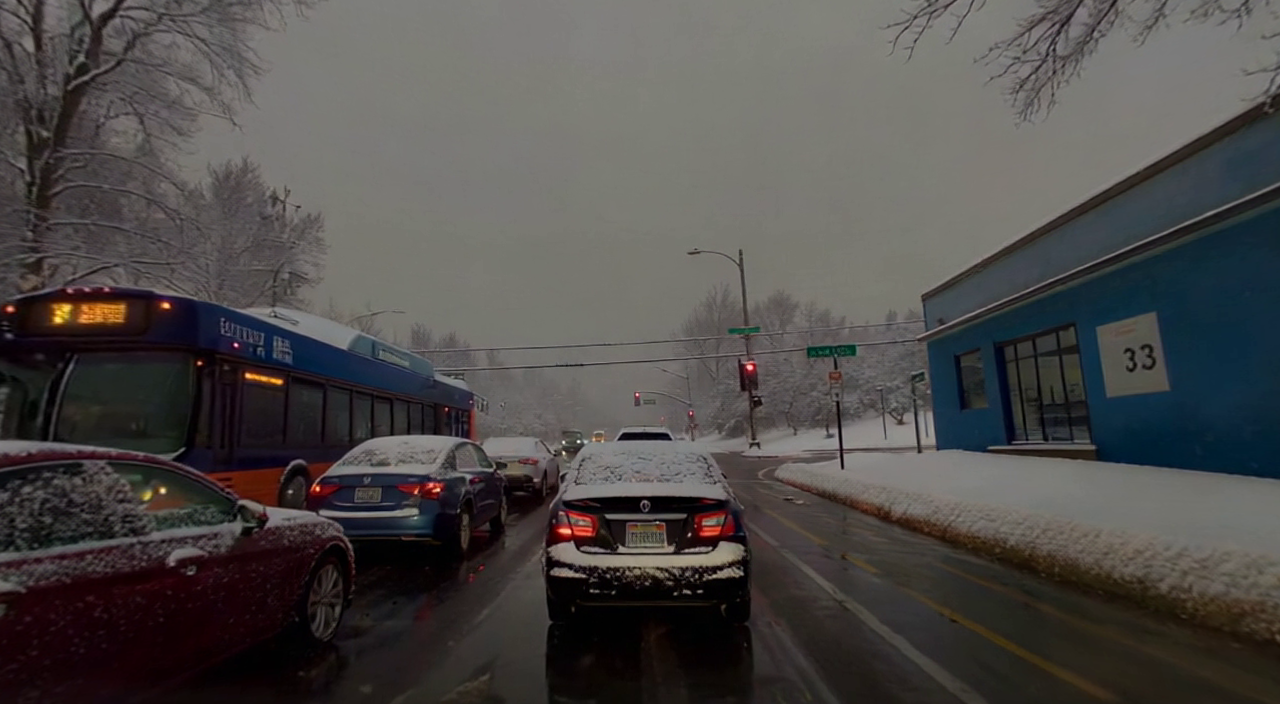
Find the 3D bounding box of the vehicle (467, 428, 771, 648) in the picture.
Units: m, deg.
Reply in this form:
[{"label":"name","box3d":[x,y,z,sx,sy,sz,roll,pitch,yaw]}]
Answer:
[{"label":"vehicle","box3d":[-0.134,1.527,6.175,2.031,1.461,3.763,0,-8,0]}]

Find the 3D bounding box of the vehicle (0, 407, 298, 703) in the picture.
[{"label":"vehicle","box3d":[-3.170,0.873,1.713,1.867,1.486,4.452,0,-8,2]}]

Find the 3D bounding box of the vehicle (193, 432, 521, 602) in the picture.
[{"label":"vehicle","box3d":[-2.924,1.784,7.827,1.944,1.481,4.385,0,-8,1]}]
